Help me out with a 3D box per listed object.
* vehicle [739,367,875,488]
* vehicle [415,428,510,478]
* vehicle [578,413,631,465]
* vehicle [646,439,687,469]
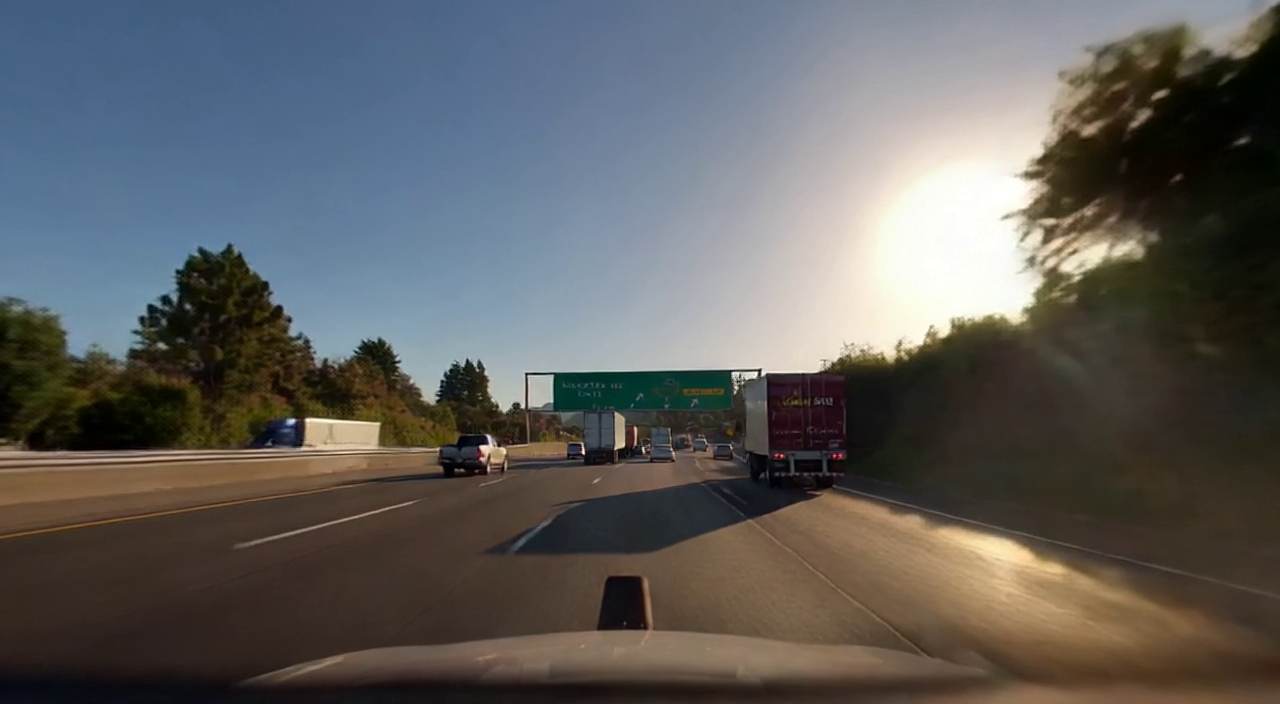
[{"bbox_3d":[5.391,2.724,22.037,2.895,3.484,7.631,0,-8,2],"label":"vehicle"},{"bbox_3d":[-7.074,4.099,25.837,2.272,1.850,5.156,0,-8,1],"label":"vehicle"},{"bbox_3d":[-2.212,5.847,42.249,2.745,3.156,7.608,0,-8,3],"label":"vehicle"},{"bbox_3d":[1.424,5.572,34.680,2.105,1.502,4.068,0,-8,1],"label":"vehicle"}]
